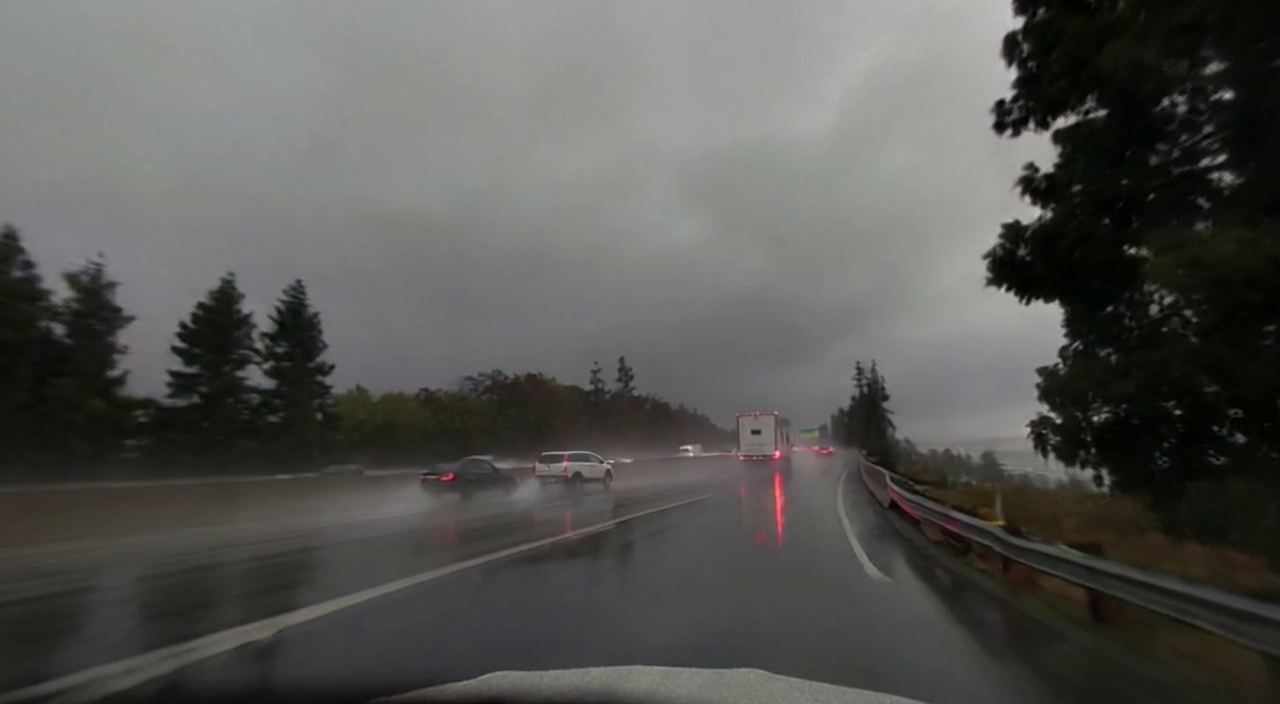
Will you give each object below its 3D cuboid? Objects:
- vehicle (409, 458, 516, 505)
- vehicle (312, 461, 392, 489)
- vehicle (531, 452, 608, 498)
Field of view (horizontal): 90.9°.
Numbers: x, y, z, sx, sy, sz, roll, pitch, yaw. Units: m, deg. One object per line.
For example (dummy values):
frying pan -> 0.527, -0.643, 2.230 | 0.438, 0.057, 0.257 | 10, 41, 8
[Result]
vehicle -> -6.621, 4.874, 24.054 | 1.872, 1.536, 4.134 | -3, -9, 18
vehicle -> -15.660, 6.689, 34.505 | 1.763, 1.387, 3.841 | -3, -9, 18
vehicle -> -2.590, 4.601, 23.860 | 1.778, 1.560, 3.030 | -3, -9, 19
